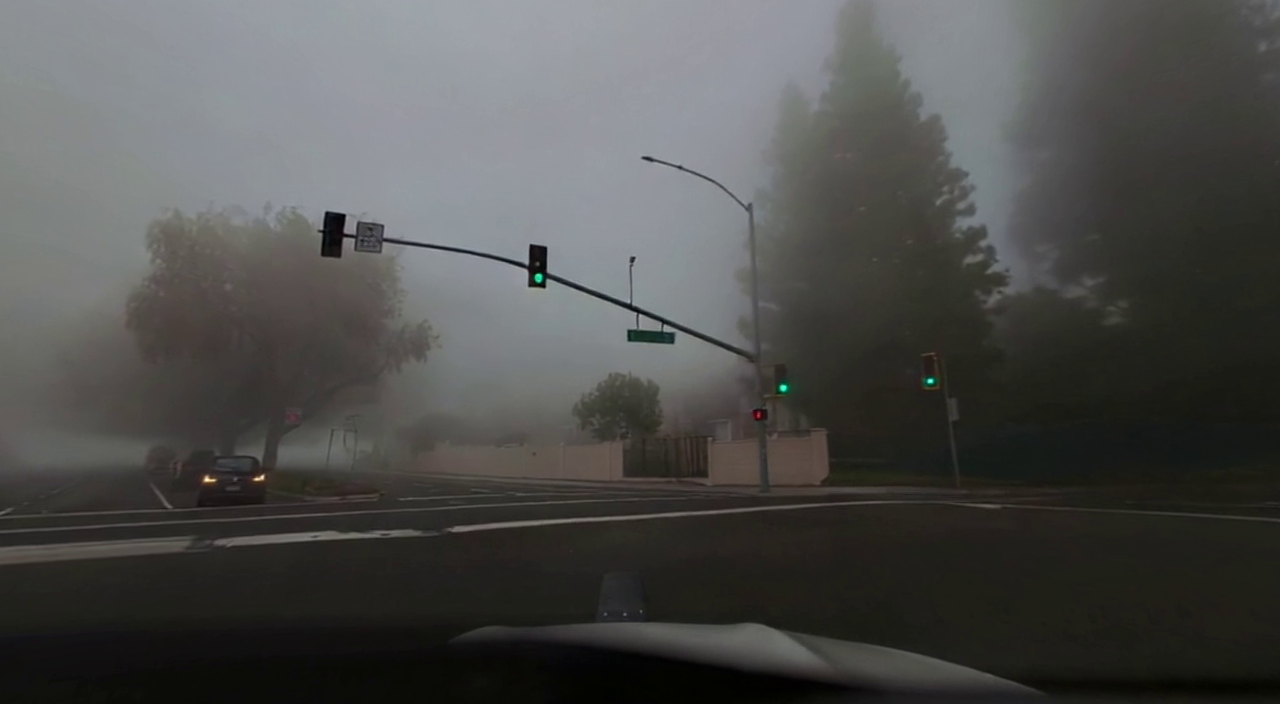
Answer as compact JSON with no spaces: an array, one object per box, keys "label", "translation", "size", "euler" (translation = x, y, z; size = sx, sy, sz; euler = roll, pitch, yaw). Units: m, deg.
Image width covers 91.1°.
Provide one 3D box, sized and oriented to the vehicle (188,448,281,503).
[{"label":"vehicle","translation":[-13.170,3.883,20.256],"size":[1.912,1.464,4.652],"euler":[6,-10,-39]}]
